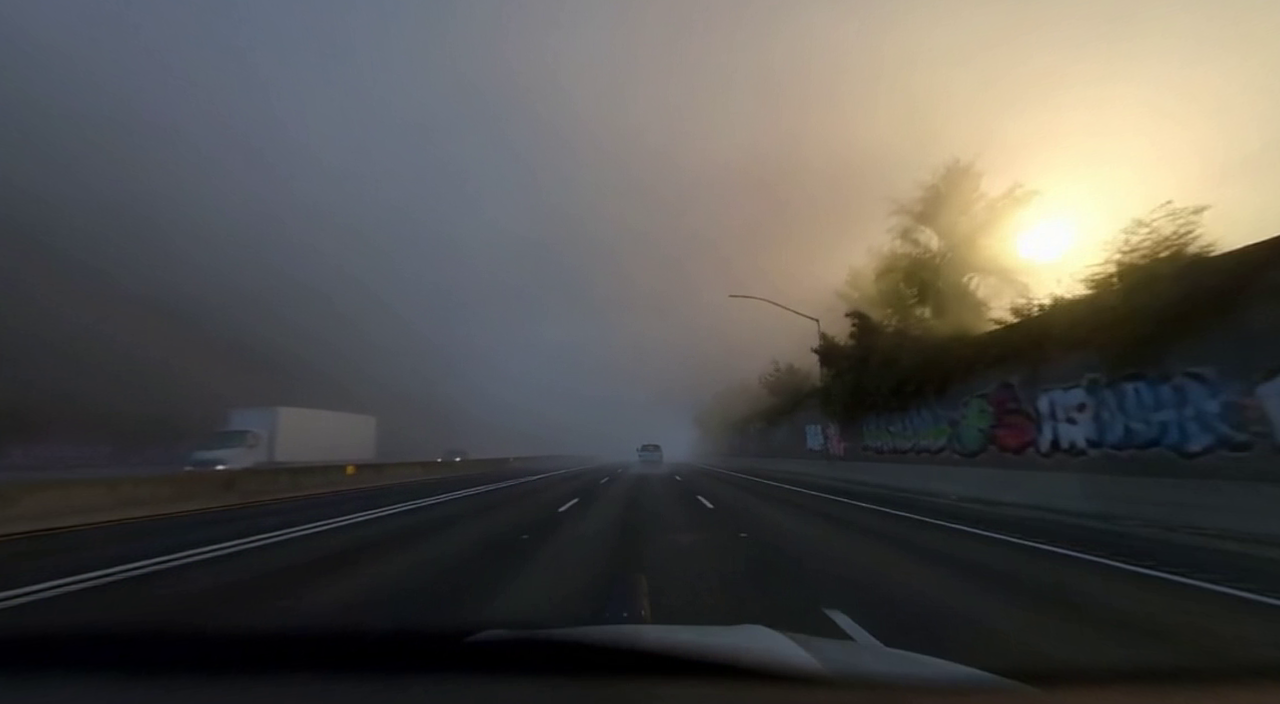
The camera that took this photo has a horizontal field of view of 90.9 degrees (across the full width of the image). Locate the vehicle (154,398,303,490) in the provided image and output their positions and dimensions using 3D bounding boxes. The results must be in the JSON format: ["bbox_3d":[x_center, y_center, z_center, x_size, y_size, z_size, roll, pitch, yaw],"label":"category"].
[{"bbox_3d":[-19.397,4.378,30.240,2.964,3.952,5.786,0,-8,1],"label":"vehicle"}]

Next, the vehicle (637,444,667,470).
[{"bbox_3d":[0.926,8.230,49.547,2.279,1.934,4.268,0,-9,0],"label":"vehicle"}]
